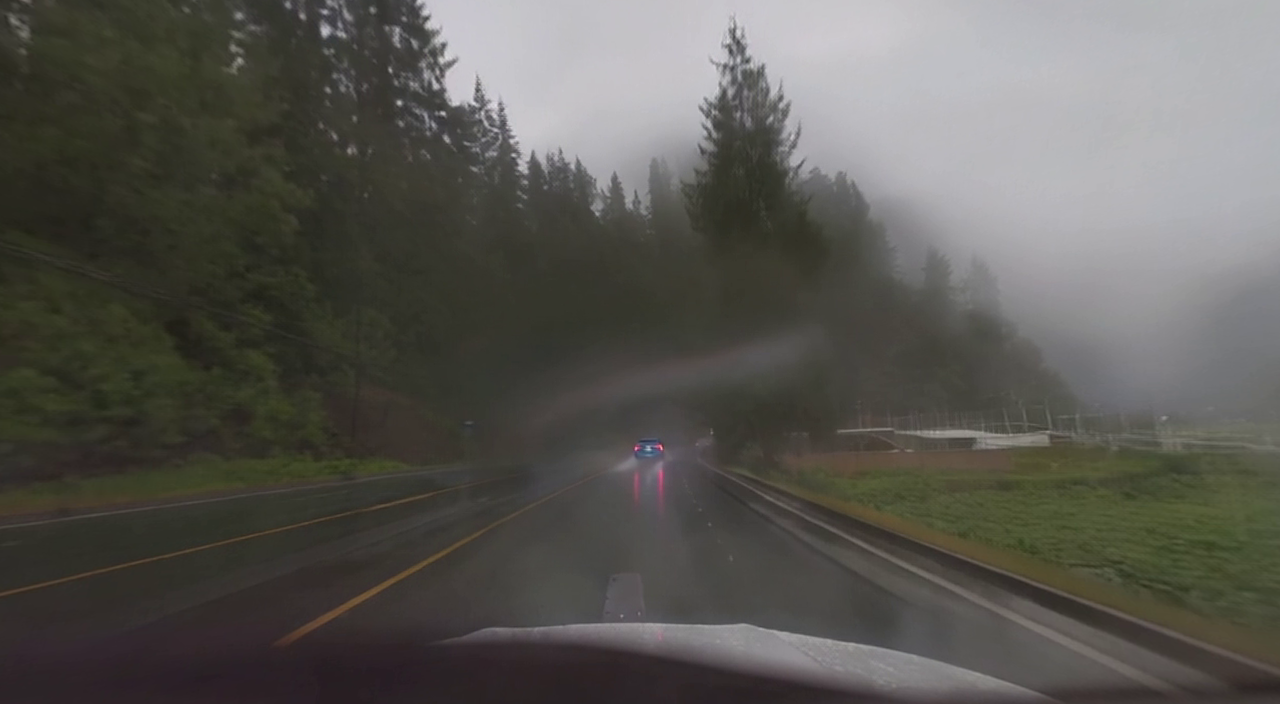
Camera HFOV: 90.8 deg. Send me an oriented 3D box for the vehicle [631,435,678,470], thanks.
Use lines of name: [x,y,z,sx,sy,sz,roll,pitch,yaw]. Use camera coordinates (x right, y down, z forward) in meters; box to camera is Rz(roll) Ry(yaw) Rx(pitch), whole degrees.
vehicle: [0.817,5.263,33.252,2.294,1.708,4.110,0,-9,4]
